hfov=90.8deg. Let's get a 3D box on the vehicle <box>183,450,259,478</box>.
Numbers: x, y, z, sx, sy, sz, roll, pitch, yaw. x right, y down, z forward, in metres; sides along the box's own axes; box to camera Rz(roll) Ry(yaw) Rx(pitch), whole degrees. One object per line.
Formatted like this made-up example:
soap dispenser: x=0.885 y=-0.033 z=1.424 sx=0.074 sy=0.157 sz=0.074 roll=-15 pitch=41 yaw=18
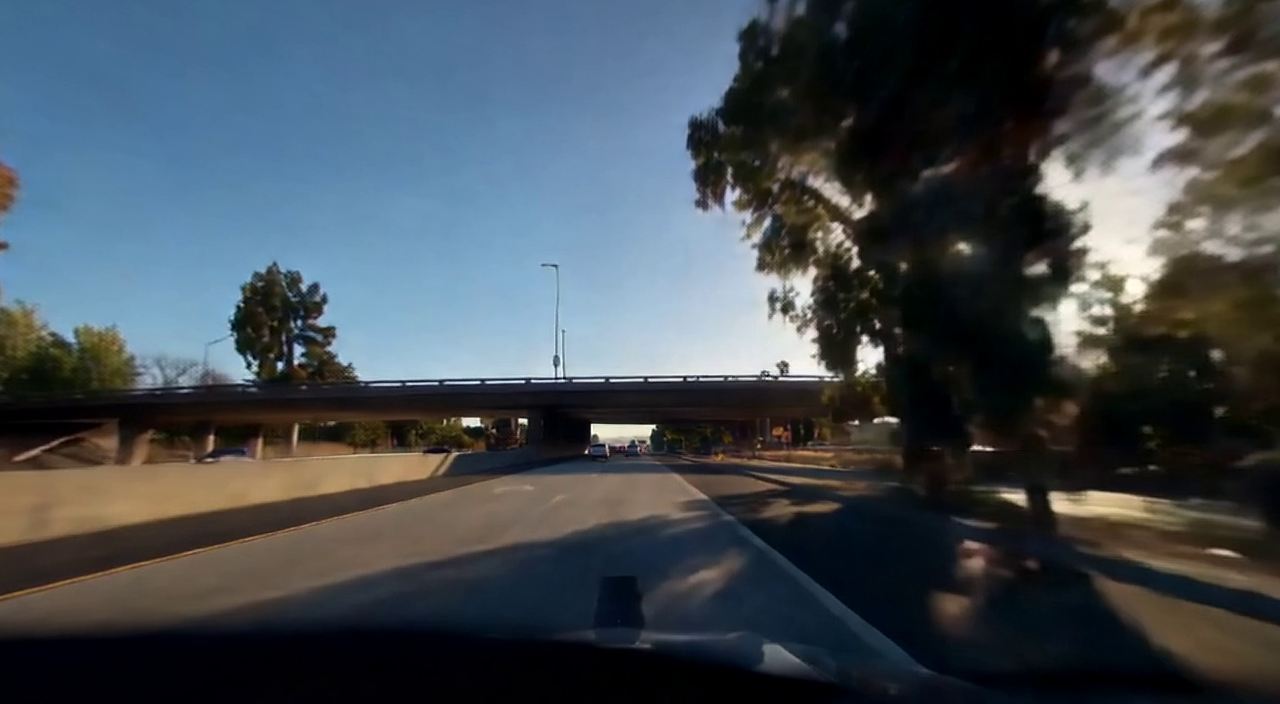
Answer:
vehicle: x=-27.860 y=7.431 z=42.219 sx=1.994 sy=1.682 sz=4.665 roll=0 pitch=-9 yaw=-2
